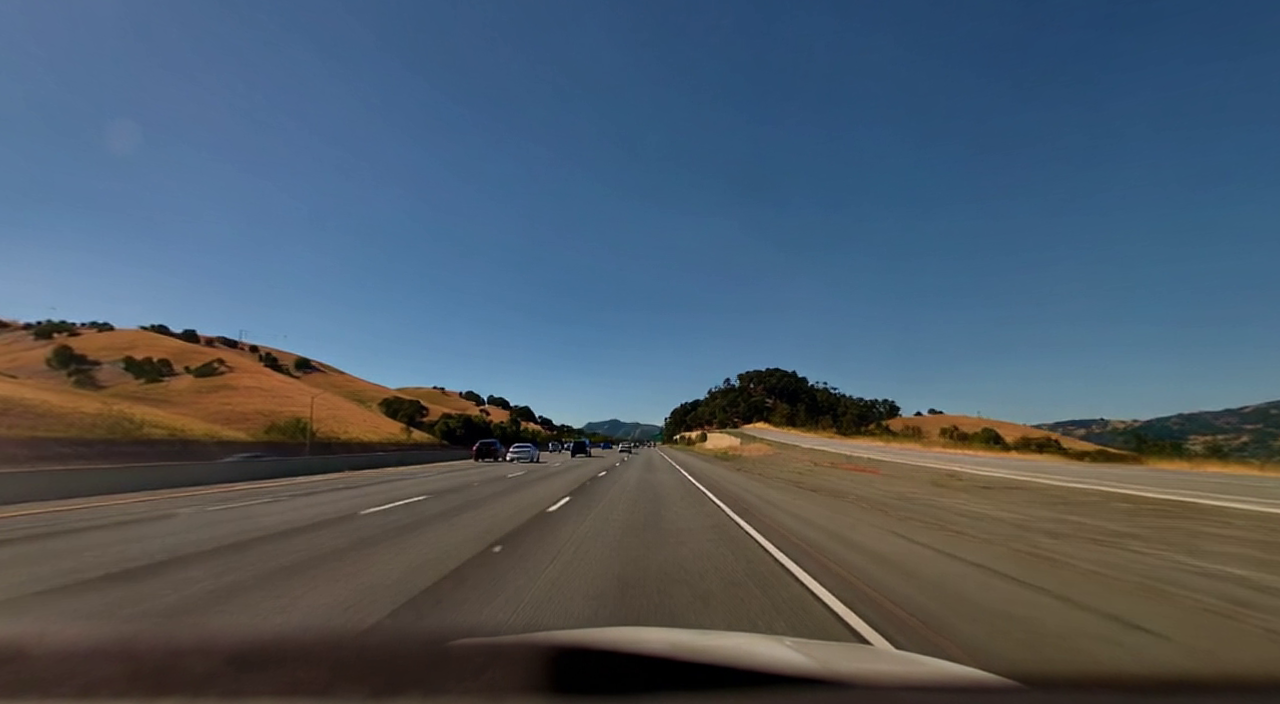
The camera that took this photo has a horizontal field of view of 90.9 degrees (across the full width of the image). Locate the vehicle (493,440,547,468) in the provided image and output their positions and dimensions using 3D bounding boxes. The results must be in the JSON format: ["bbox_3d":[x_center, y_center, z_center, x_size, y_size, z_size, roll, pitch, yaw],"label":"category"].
[{"bbox_3d":[-6.814,5.843,36.196,2.107,1.484,4.449,0,-9,2],"label":"vehicle"}]

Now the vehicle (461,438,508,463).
[{"bbox_3d":[-11.114,7.083,45.401,2.020,1.645,4.629,0,-9,2],"label":"vehicle"}]
